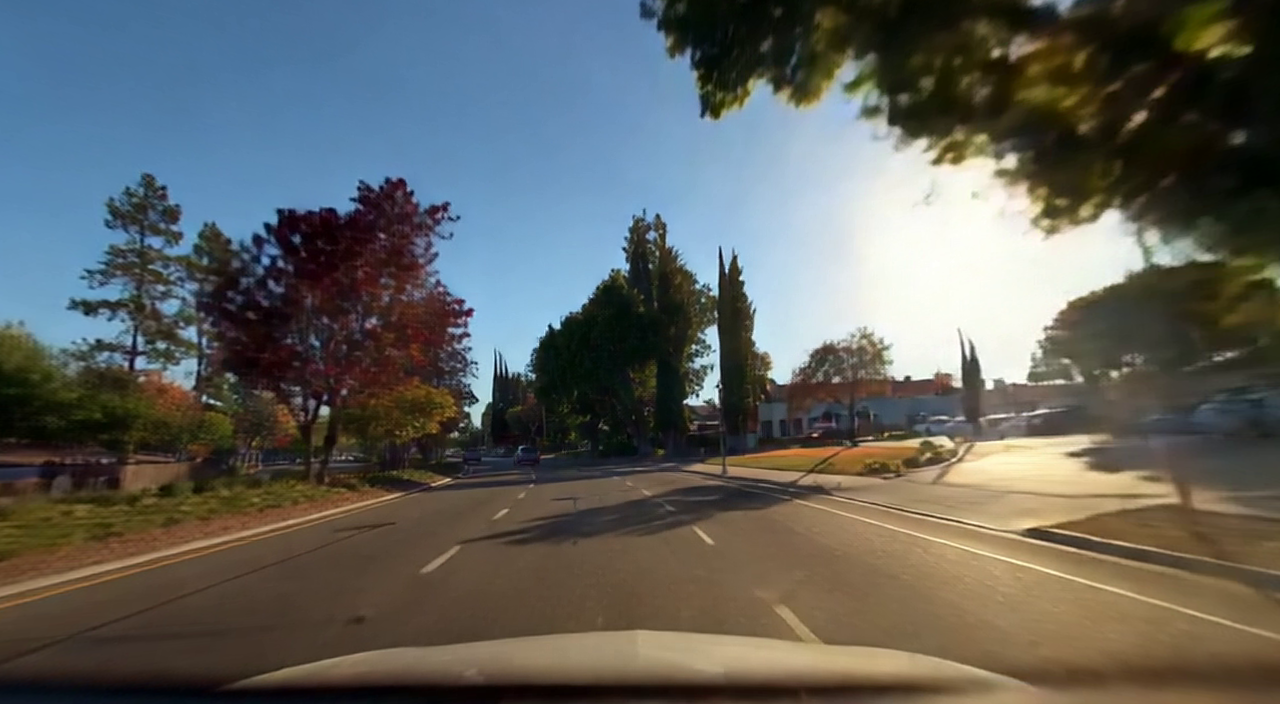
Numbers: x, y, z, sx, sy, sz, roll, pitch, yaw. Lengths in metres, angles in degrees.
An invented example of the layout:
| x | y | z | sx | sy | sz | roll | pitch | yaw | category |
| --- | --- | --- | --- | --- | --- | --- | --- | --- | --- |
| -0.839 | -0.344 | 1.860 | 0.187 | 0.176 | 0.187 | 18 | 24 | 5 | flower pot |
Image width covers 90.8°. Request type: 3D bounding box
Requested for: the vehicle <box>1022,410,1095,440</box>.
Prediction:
| x | y | z | sx | sy | sz | roll | pitch | yaw | category |
| --- | --- | --- | --- | --- | --- | --- | --- | --- | --- |
| 25.798 | 4.520 | 38.898 | 4.147 | 1.680 | 2.441 | 6 | -11 | -38 | vehicle |

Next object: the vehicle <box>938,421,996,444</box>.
| x | y | z | sx | sy | sz | roll | pitch | yaw | category |
| --- | --- | --- | --- | --- | --- | --- | --- | --- | --- |
| 22.126 | 5.471 | 42.661 | 4.230 | 1.459 | 1.889 | 7 | -12 | -40 | vehicle |

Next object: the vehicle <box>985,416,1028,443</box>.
| x | y | z | sx | sy | sz | roll | pitch | yaw | category |
| --- | --- | --- | --- | --- | --- | --- | --- | --- | --- |
| 23.802 | 5.000 | 40.950 | 2.033 | 1.533 | 4.370 | -9 | -10 | 31 | vehicle |
